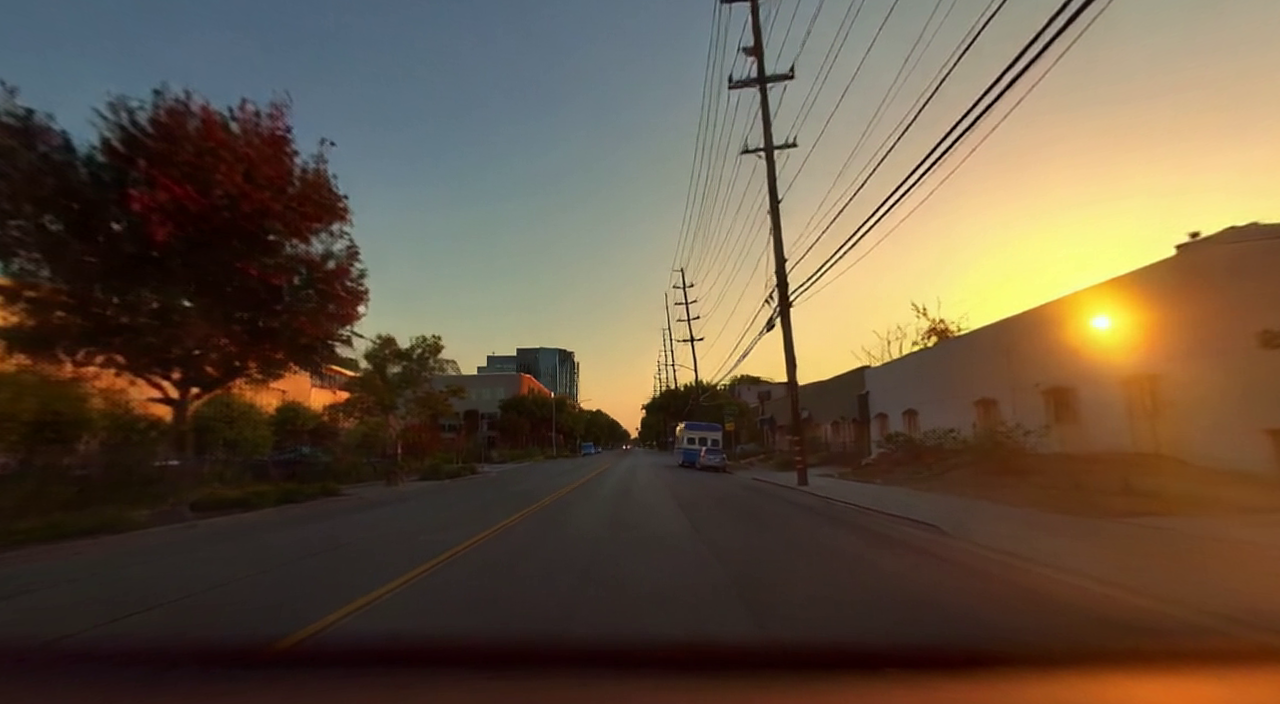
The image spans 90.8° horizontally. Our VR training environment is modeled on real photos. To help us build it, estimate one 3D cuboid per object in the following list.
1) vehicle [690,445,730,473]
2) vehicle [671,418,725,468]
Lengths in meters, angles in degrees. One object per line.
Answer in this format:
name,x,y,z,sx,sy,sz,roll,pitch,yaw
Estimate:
vehicle,4.227,6.478,38.440,1.852,1.497,3.672,-2,-8,-2
vehicle,4.033,6.658,45.955,3.110,3.241,8.788,0,-9,0
